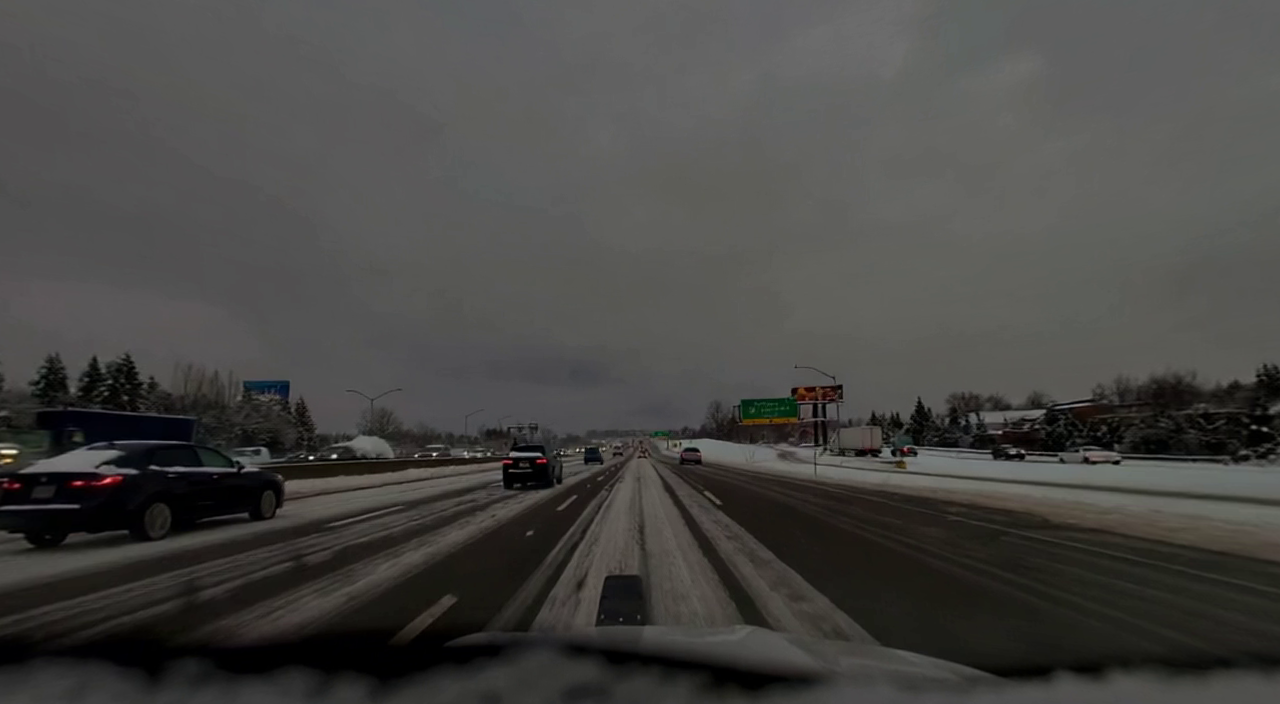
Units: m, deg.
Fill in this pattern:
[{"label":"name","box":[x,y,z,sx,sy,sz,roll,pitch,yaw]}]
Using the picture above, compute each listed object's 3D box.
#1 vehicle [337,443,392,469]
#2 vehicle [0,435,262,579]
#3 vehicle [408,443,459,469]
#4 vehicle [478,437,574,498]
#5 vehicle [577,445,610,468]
[{"label":"vehicle","box":[-19.804,7.487,45.480,1.942,1.727,4.424,0,-9,1]},{"label":"vehicle","box":[-7.270,1.942,8.624,1.865,1.518,3.620,0,-9,0]},{"label":"vehicle","box":[-14.991,7.560,46.055,1.964,1.774,5.052,0,-9,0]},{"label":"vehicle","box":[-3.218,3.366,18.667,2.001,1.577,4.055,0,-9,1]},{"label":"vehicle","box":[-3.244,7.359,44.484,1.960,1.494,4.123,0,-9,1]}]
